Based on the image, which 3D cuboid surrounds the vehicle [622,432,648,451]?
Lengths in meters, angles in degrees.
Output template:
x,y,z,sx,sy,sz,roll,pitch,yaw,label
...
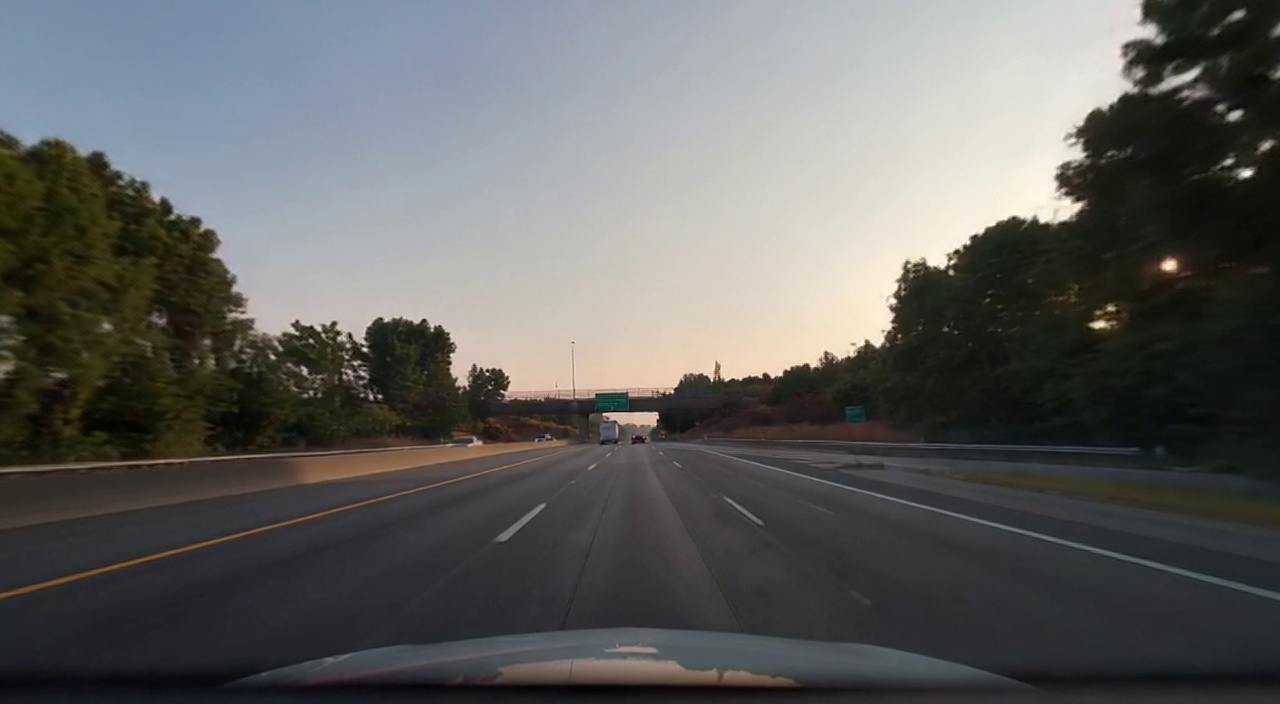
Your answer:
x,y,z,sx,sy,sz,roll,pitch,yaw,label
-0.448,7.041,49.526,1.952,1.438,3.702,0,-8,-2,vehicle
